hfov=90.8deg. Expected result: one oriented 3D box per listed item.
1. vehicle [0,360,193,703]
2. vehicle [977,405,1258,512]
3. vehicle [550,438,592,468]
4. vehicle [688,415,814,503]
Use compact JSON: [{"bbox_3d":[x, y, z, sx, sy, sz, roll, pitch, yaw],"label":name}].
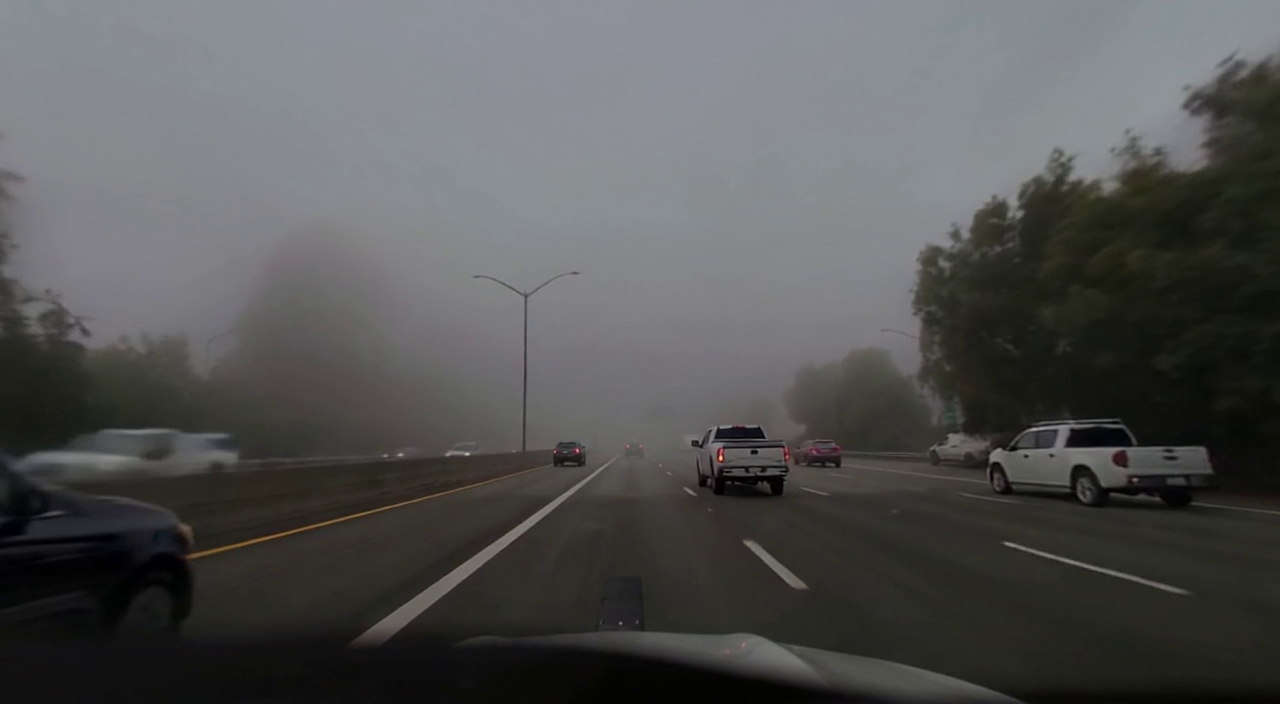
[{"bbox_3d":[-3.524,0.689,1.225,2.119,1.654,4.353,0,-8,0],"label":"vehicle"},{"bbox_3d":[9.854,2.267,13.820,2.046,1.873,5.131,0,-8,-1],"label":"vehicle"},{"bbox_3d":[-3.975,5.887,36.895,1.992,1.651,4.185,0,-8,0],"label":"vehicle"},{"bbox_3d":[2.628,2.737,16.580,2.200,1.870,5.649,0,-8,-1],"label":"vehicle"}]
